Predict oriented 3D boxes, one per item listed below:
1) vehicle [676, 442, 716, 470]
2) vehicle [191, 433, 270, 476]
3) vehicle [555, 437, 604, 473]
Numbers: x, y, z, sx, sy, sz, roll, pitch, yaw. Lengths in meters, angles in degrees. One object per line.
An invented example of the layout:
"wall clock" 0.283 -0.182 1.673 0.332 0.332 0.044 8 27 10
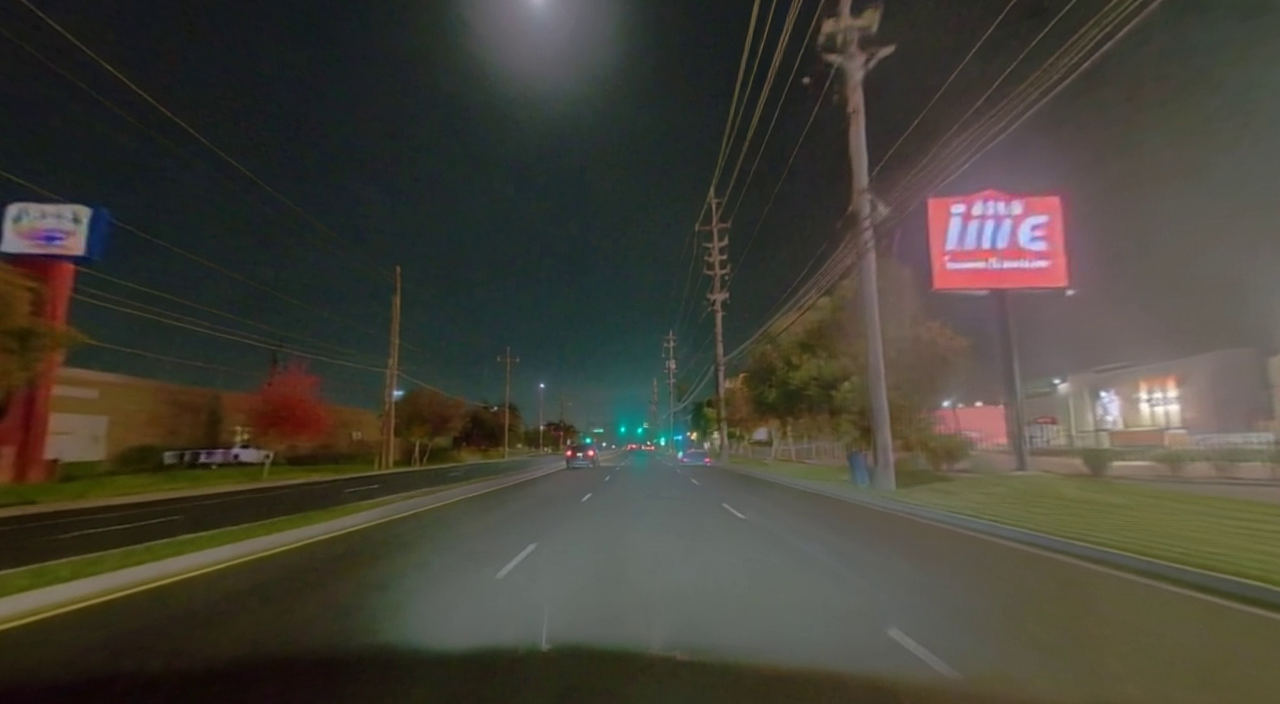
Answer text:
"vehicle" 3.136 5.918 36.087 1.978 1.455 4.195 0 -9 1
"vehicle" -28.097 7.015 43.549 2.230 2.687 5.908 1 -8 -9
"vehicle" -2.979 5.189 31.918 2.047 1.664 4.148 0 -9 0
